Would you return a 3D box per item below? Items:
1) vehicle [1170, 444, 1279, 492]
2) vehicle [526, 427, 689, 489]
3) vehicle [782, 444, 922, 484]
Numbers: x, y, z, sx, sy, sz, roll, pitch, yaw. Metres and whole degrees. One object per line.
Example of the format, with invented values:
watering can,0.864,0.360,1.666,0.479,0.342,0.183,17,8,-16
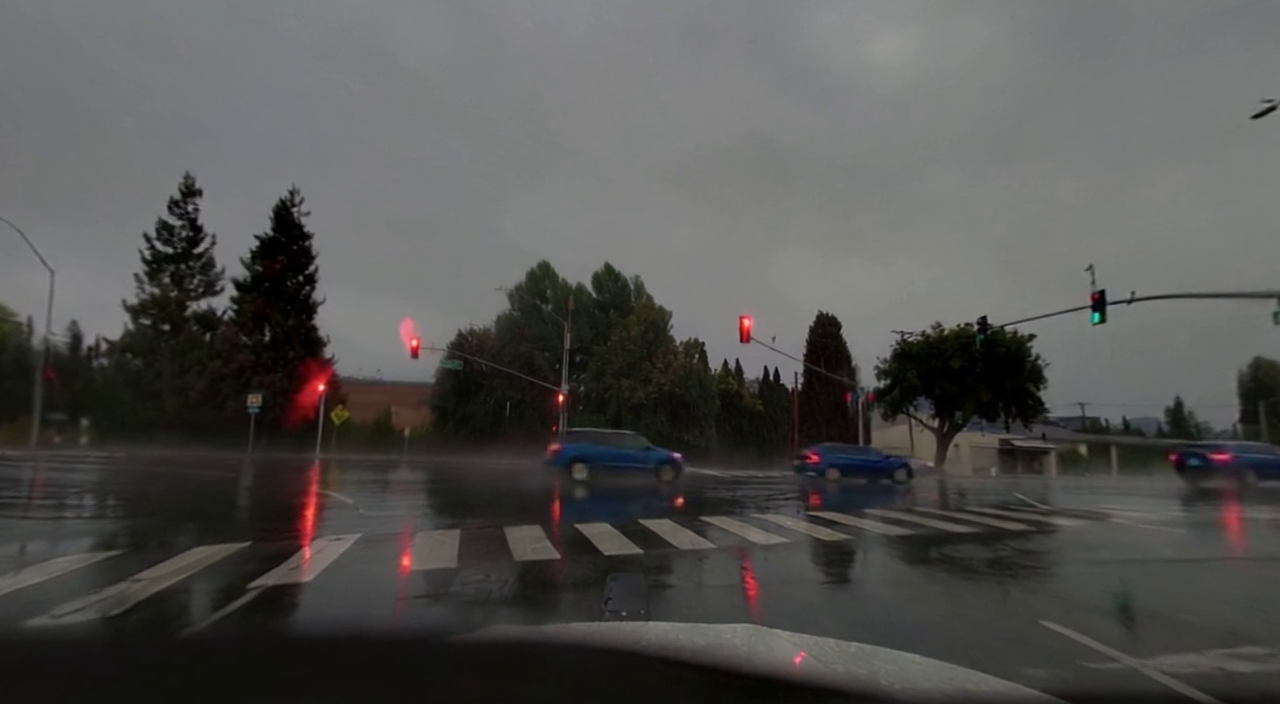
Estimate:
vehicle,23.129,4.389,24.198,5.014,1.675,1.906,3,-9,-20
vehicle,-1.022,3.204,19.341,4.626,1.710,1.891,3,-9,-17
vehicle,8.633,4.518,25.786,5.203,1.488,1.907,2,-9,-17
